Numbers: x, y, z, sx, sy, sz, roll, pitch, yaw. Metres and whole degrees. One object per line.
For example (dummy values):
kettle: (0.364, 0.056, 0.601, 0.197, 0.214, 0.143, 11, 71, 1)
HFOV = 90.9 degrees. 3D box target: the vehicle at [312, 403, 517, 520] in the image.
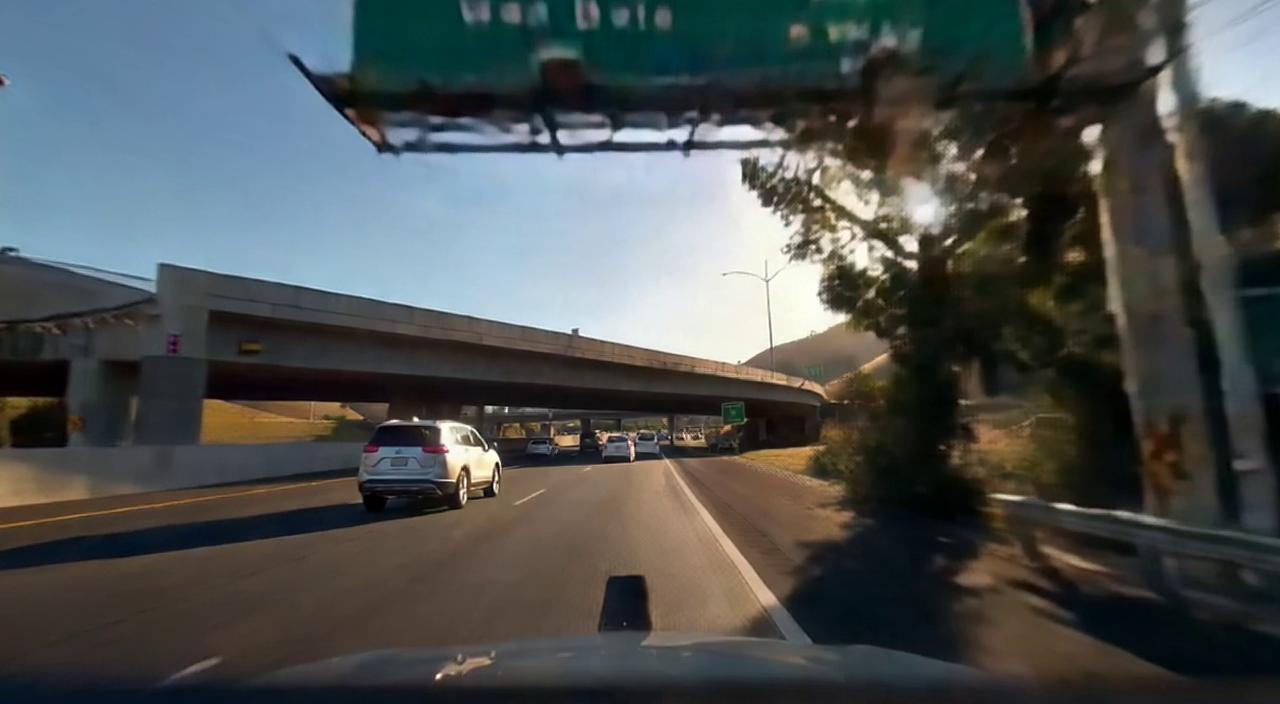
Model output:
vehicle: (-4.081, 2.109, 12.536, 2.228, 1.845, 4.847, 0, -8, 1)

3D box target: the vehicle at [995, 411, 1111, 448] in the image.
vehicle: (31.060, 5.923, 47.554, 6.876, 2.571, 2.571, -7, -11, 39)

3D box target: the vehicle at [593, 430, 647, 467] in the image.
vehicle: (-0.891, 4.638, 30.361, 2.193, 1.651, 3.946, -1, -8, 4)
